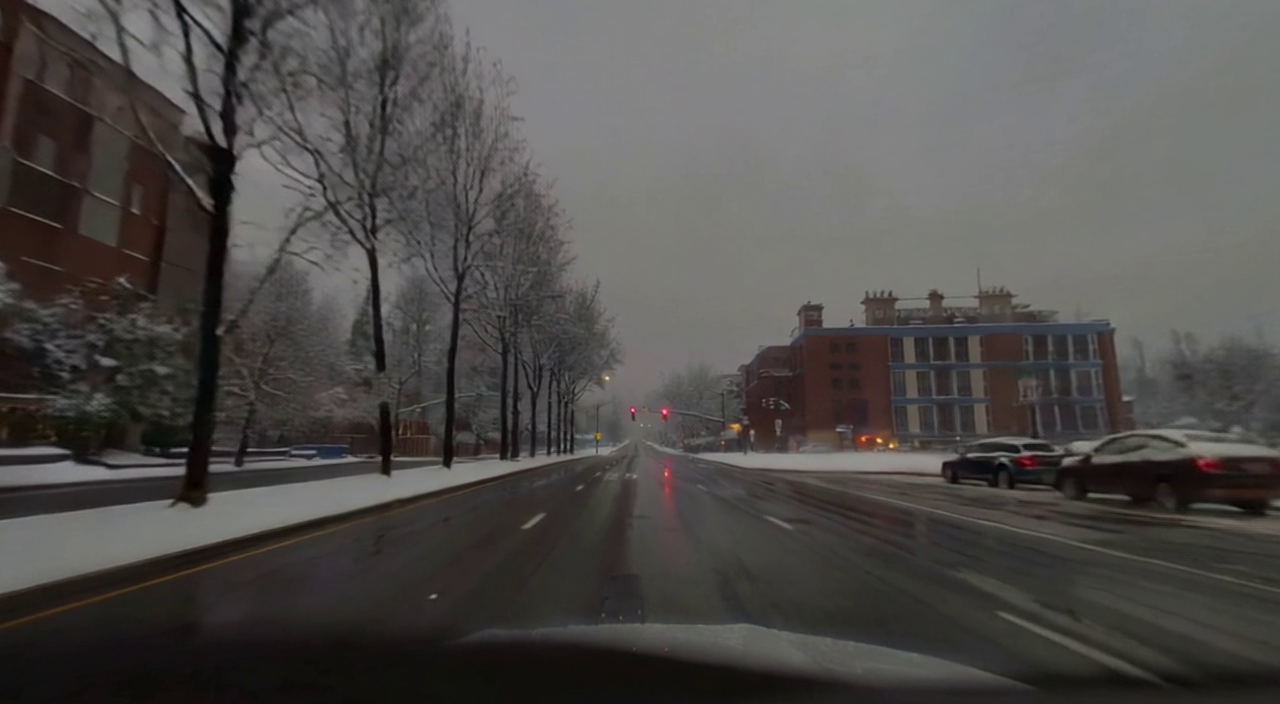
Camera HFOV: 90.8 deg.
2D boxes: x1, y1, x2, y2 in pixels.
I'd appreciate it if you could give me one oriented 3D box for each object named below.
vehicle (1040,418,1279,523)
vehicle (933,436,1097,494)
[{"bbox_3d":[10.771,2.326,12.941,1.947,1.716,4.861,0,-8,0],"label":"vehicle"},{"bbox_3d":[10.913,3.310,18.919,2.043,1.491,4.627,0,-8,0],"label":"vehicle"}]
